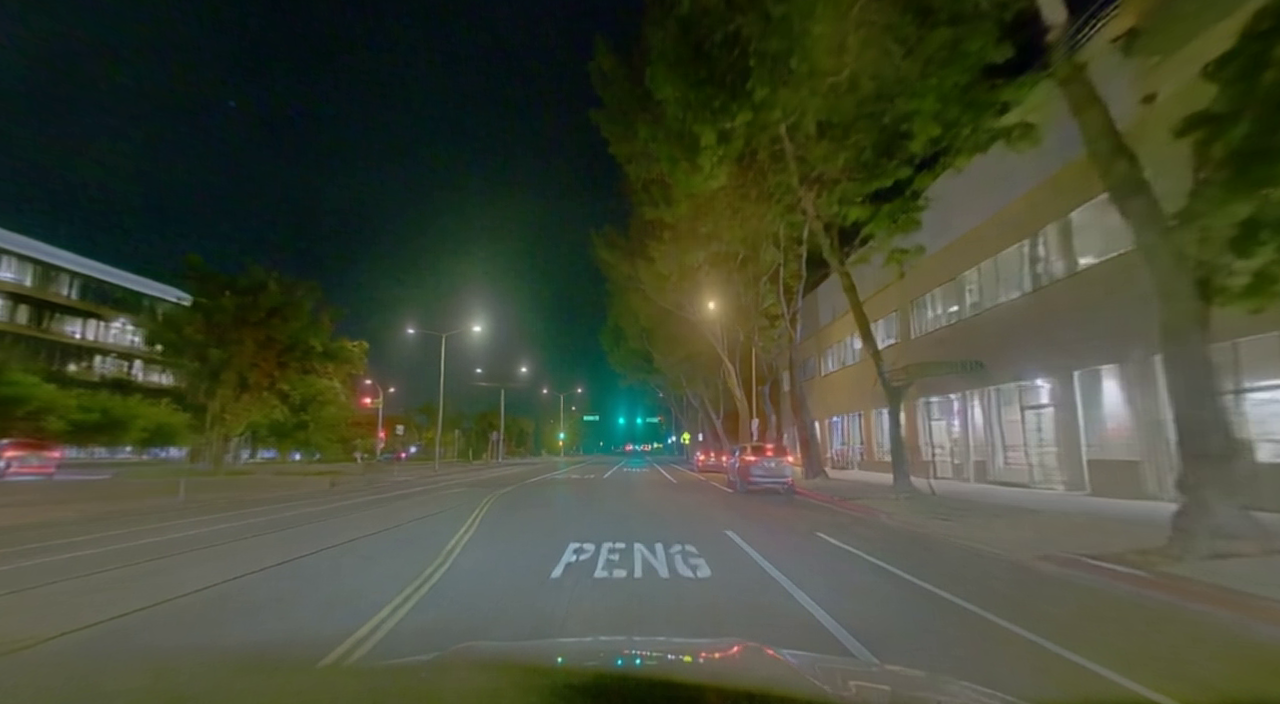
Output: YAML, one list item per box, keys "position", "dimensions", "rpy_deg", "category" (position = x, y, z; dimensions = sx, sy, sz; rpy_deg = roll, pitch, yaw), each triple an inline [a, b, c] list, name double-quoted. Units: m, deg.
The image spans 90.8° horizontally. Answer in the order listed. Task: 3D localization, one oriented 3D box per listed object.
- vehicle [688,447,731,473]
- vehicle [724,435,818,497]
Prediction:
- position: [4.105, 6.434, 37.866]
  dimensions: [1.856, 1.462, 4.501]
  rpy_deg: [1, -9, -3]
  category: "vehicle"
- position: [4.037, 3.604, 20.308]
  dimensions: [1.957, 1.753, 4.413]
  rpy_deg: [0, -9, -2]
  category: "vehicle"
